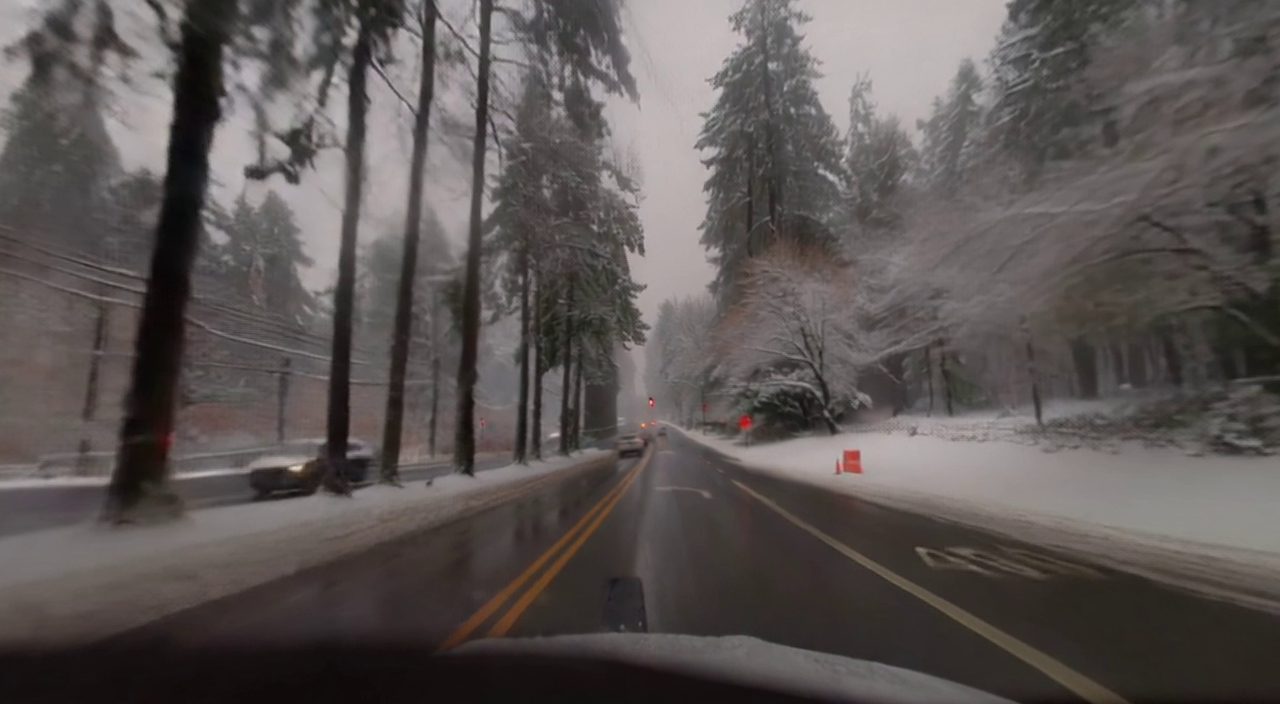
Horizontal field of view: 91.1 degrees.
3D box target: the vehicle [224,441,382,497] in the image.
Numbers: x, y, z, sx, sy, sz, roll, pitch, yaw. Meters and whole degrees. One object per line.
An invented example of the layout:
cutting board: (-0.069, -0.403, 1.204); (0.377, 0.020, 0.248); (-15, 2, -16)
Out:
vehicle: (-9.900, 3.452, 18.990); (1.953, 1.471, 4.670); (-1, -8, 4)
